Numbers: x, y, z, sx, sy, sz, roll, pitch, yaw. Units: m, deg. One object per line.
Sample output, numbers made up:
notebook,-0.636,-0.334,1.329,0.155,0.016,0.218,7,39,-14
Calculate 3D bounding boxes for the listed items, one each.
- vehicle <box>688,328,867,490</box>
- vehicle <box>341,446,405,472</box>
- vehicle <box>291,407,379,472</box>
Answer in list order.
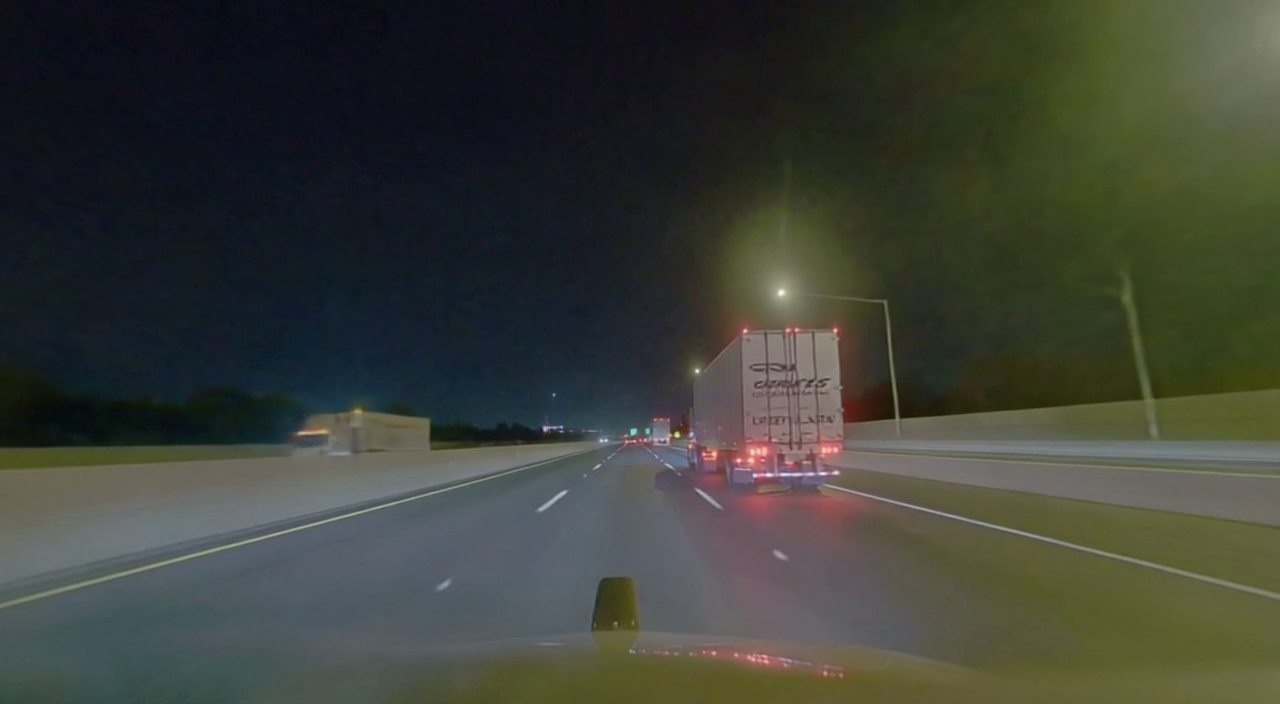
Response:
vehicle,3.986,2.421,23.103,2.976,4.064,14.619,0,-8,-1
vehicle,-16.313,6.519,38.685,1.916,1.450,4.484,0,-8,0
vehicle,-20.599,5.947,42.907,2.959,4.062,5.944,0,-8,-1
